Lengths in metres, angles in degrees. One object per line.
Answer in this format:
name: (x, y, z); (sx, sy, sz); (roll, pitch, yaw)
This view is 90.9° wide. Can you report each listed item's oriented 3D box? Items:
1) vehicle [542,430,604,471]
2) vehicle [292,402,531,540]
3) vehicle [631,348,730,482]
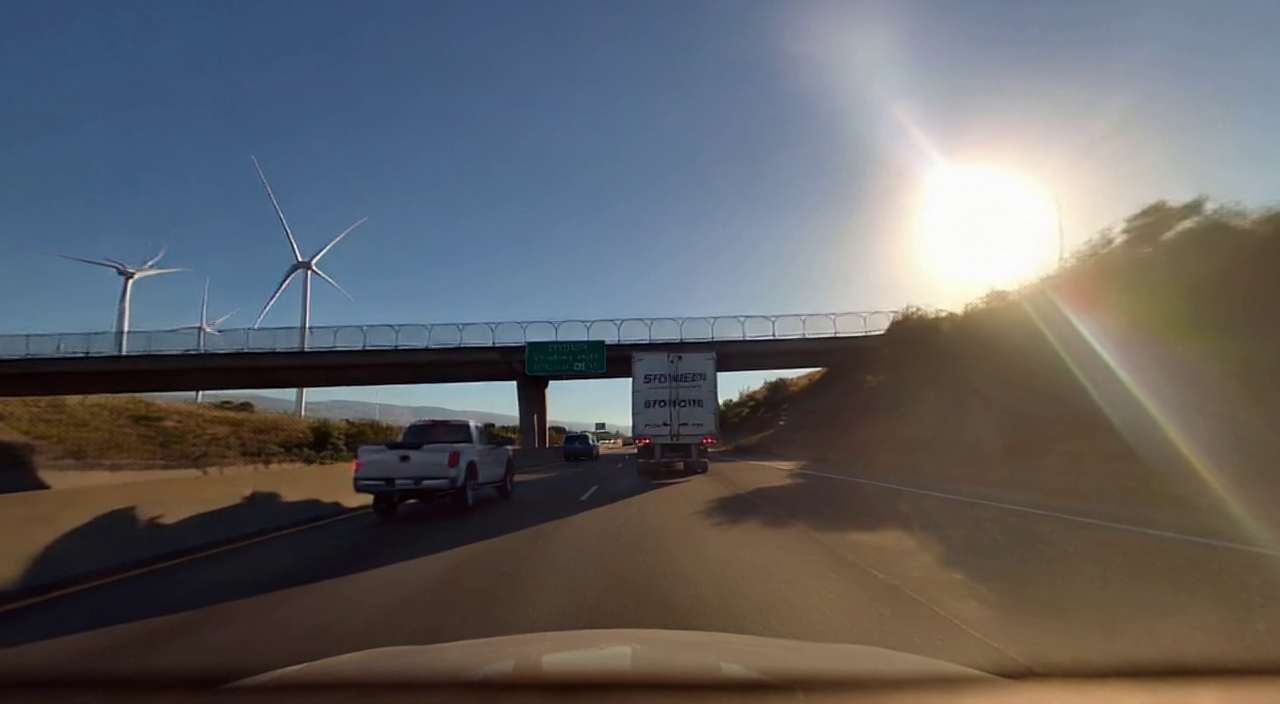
vehicle: (-2.915, 4.395, 28.587); (2.167, 1.686, 4.946); (0, -8, 2)
vehicle: (-3.439, 1.888, 10.719); (2.283, 1.814, 4.568); (0, -8, 1)
vehicle: (1.313, 2.702, 25.149); (2.906, 3.990, 12.551); (0, -8, 1)
